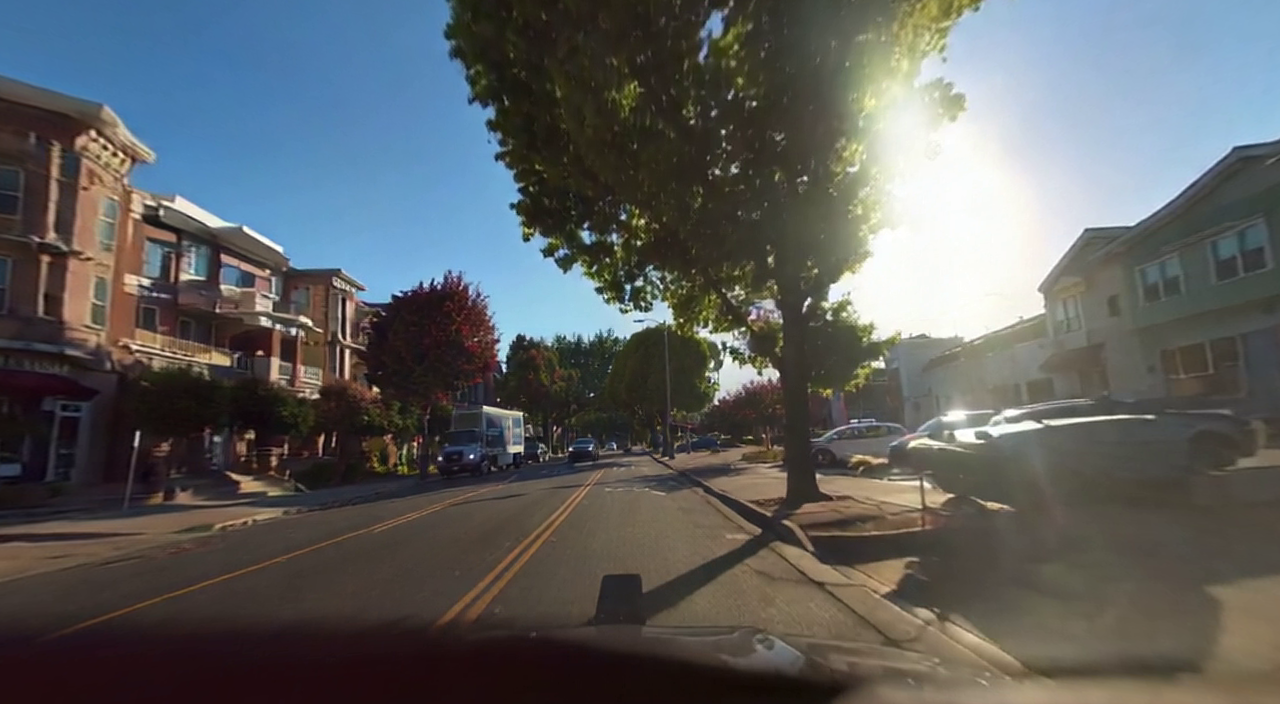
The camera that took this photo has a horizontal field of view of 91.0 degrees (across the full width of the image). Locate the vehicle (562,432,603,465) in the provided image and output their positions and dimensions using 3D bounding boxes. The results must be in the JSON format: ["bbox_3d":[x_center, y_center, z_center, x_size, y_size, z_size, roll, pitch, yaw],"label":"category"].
[{"bbox_3d":[-3.436,5.886,38.459,2.118,1.864,4.640,0,-8,-1],"label":"vehicle"}]

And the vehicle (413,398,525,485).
[{"bbox_3d":[-9.110,4.769,35.400,2.986,3.768,11.697,-6,-6,-1],"label":"vehicle"}]

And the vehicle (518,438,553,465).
[{"bbox_3d":[-7.910,7.508,47.814,1.950,1.743,4.312,-2,-6,-1],"label":"vehicle"}]
